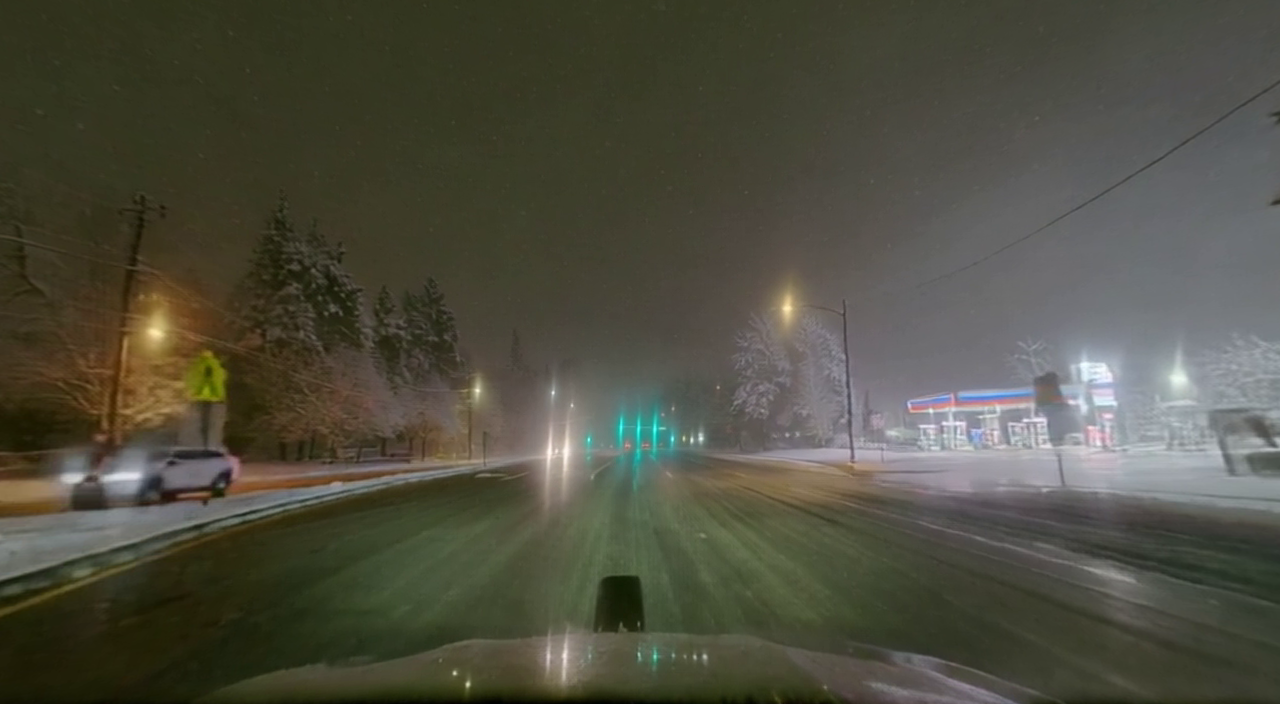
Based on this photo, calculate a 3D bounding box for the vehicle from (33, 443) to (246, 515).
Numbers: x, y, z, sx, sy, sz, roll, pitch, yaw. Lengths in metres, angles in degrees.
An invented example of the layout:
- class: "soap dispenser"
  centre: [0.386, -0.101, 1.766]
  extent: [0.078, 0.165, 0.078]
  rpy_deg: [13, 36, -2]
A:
- class: "vehicle"
  centre: [-11.923, 2.995, 15.515]
  extent: [1.725, 1.507, 4.251]
  rpy_deg: [0, -8, 0]
